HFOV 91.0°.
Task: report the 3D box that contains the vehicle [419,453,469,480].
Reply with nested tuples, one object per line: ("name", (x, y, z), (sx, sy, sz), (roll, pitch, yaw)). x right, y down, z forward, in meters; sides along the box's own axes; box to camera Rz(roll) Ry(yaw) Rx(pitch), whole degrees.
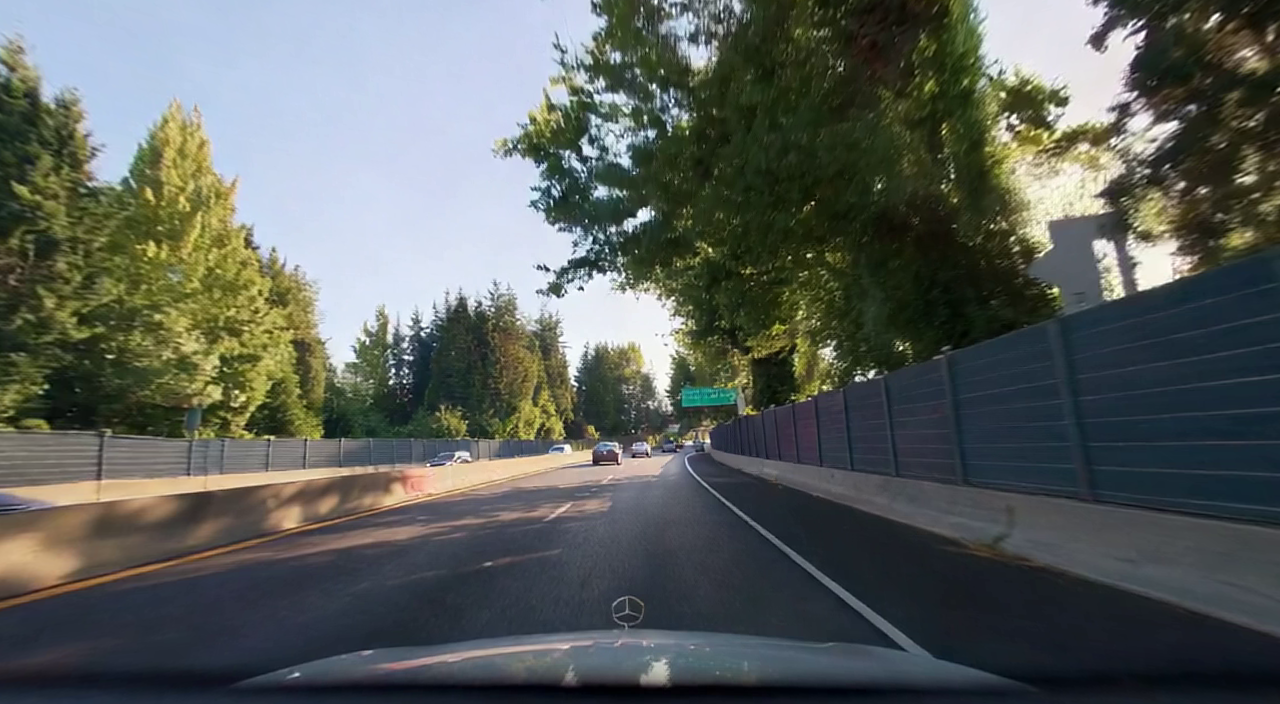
("vehicle", (-13.708, 7.987, 44.290), (1.909, 1.706, 4.501), (0, -8, 2))

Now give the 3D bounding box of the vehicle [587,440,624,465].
("vehicle", (-2.195, 6.592, 41.376), (1.985, 1.518, 3.847), (-1, -8, 4))
